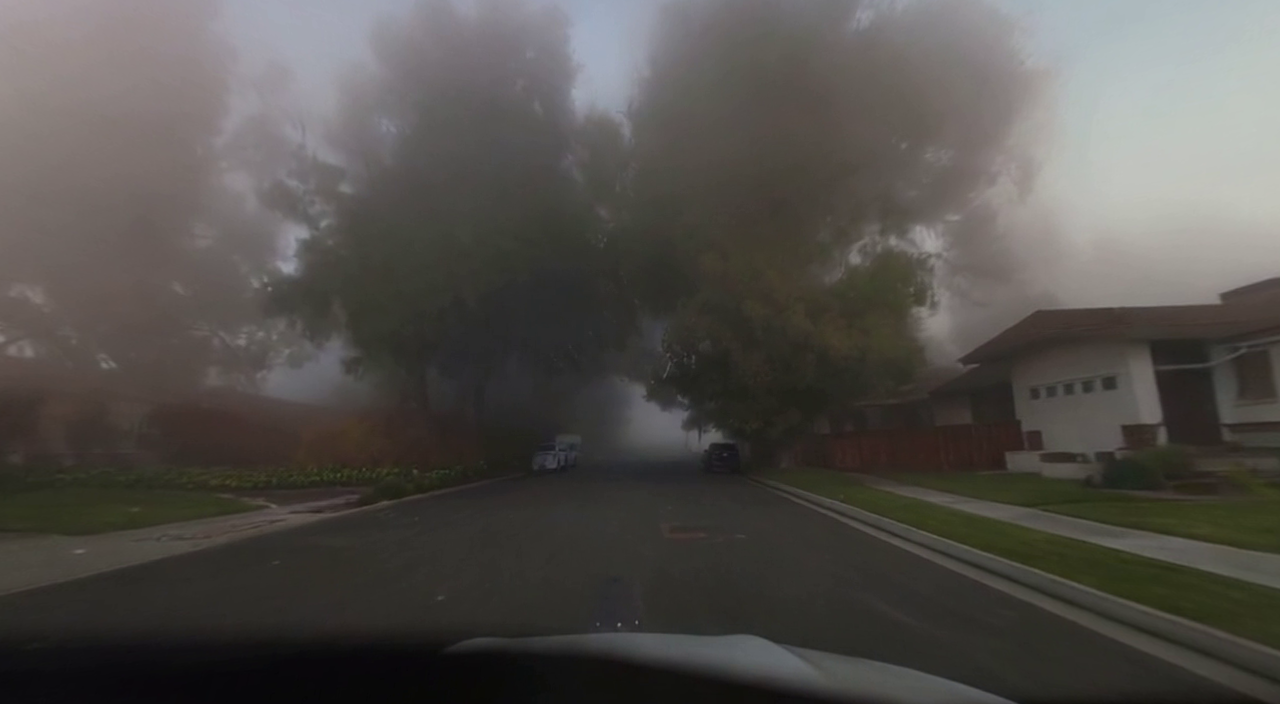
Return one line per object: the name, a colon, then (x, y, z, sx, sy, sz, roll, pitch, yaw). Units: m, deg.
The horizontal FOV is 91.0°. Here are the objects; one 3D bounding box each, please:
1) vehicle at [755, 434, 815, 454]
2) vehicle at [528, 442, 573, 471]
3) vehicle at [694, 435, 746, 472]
vehicle: (11.152, 7.089, 48.663, 4.153, 1.481, 1.865, 0, -9, 1)
vehicle: (-5.510, 6.515, 39.393, 2.005, 1.706, 4.428, -1, -8, 2)
vehicle: (4.058, 5.267, 32.802, 2.176, 1.762, 4.622, 0, -8, 1)
